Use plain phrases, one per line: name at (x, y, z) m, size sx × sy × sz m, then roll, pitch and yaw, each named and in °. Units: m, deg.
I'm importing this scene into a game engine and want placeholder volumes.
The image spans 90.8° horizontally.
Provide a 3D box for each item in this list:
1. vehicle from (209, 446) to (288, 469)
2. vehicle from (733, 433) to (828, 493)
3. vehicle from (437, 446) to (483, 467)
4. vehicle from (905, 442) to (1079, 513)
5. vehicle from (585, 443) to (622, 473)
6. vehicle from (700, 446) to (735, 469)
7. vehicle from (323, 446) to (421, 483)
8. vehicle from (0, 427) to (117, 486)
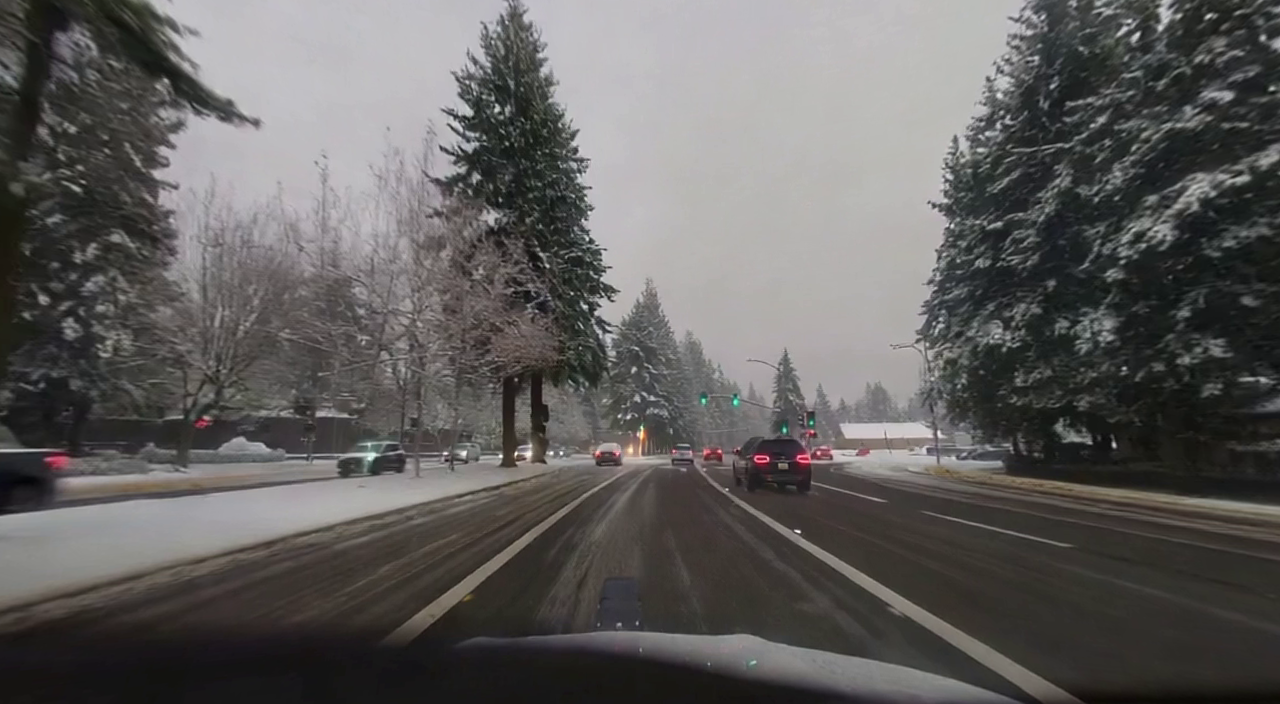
vehicle at (-30.005, 8.097, 48.597) m, size 4.661 × 1.711 × 1.992 m, roll 3°, pitch -8°, yaw -15°
vehicle at (4.653, 3.764, 21.760) m, size 2.209 × 1.813 × 4.724 m, roll 0°, pitch -9°, yaw 0°
vehicle at (-13.789, 8.004, 48.587) m, size 1.907 × 1.493 × 4.433 m, roll -1°, pitch -9°, yaw 5°
vehicle at (8.328, 2.972, 15.480) m, size 1.949 × 1.492 × 4.103 m, roll 0°, pitch -9°, yaw 1°
vehicle at (-2.333, 6.998, 41.939) m, size 2.258 × 1.812 × 4.650 m, roll 0°, pitch -9°, yaw -1°
vehicle at (5.344, 7.336, 44.125) m, size 2.064 × 1.474 × 4.389 m, roll 0°, pitch -9°, yaw 2°
vehicle at (-11.619, 4.873, 27.803) m, size 2.126 × 1.453 × 4.562 m, roll 0°, pitch -9°, yaw 3°
vehicle at (-19.627, 3.295, 20.062) m, size 1.994 × 1.685 × 4.602 m, roll 0°, pitch -9°, yaw 2°
